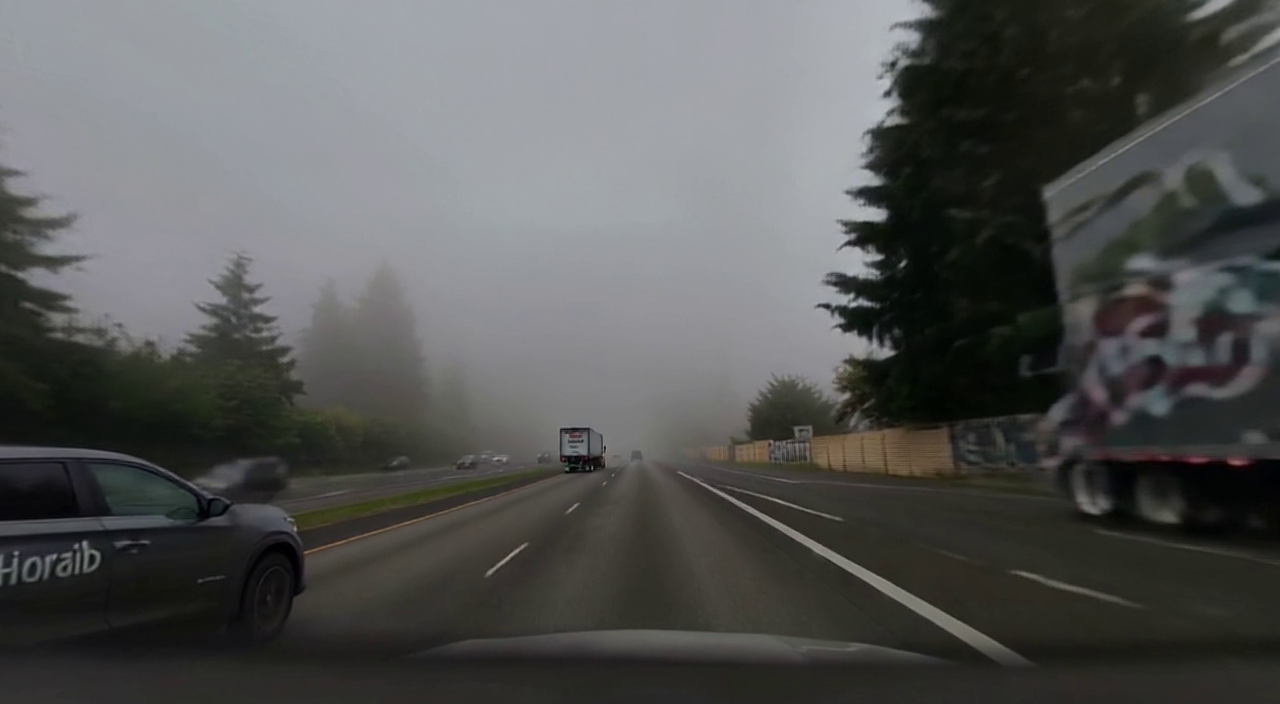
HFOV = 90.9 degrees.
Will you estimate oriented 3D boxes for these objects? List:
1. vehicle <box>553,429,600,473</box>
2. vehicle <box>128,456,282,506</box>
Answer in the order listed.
[{"bbox_3d":[-3.849,6.154,39.105,2.305,2.517,5.486,0,-9,1],"label":"vehicle"},{"bbox_3d":[-14.491,4.273,21.374,1.857,1.454,4.534,-1,-9,2],"label":"vehicle"}]
